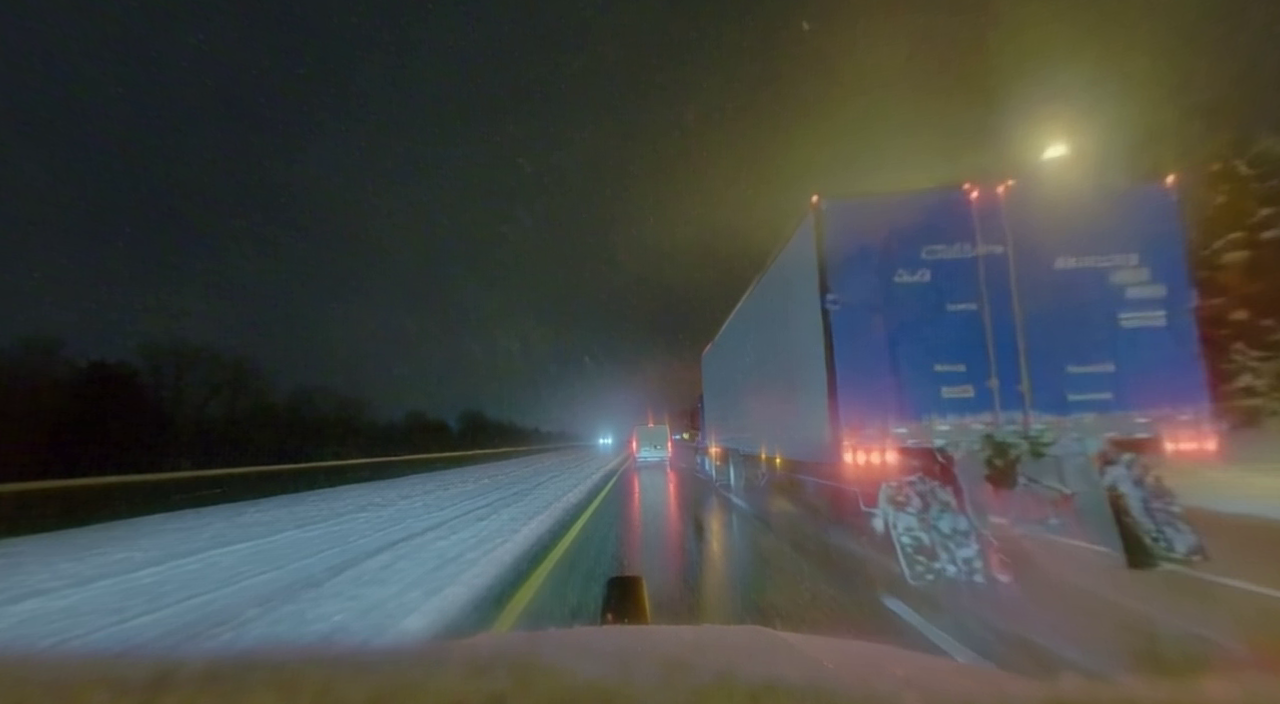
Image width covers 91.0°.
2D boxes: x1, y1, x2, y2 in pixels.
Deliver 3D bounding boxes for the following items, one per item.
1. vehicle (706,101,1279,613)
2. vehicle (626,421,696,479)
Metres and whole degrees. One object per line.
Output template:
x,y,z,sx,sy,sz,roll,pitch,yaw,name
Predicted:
4.144,1.120,13.486,3.892,4.216,16.830,0,-8,1,vehicle
0.787,3.780,24.459,2.469,2.027,4.554,0,-8,1,vehicle
